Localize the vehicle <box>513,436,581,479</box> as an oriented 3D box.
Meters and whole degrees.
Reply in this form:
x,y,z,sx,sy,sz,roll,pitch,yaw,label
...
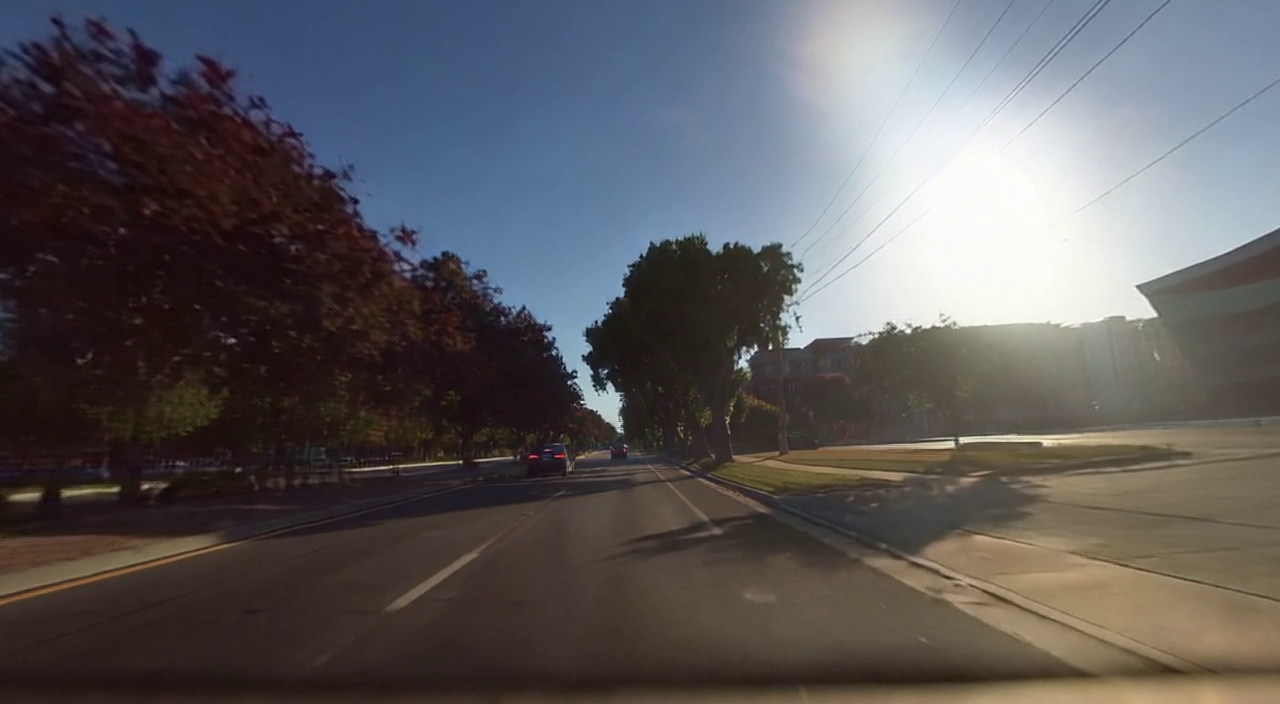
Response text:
x,y,z,sx,sy,sz,roll,pitch,yaw,label
-3.904,4.536,27.398,2.202,1.685,4.772,0,-9,0,vehicle
